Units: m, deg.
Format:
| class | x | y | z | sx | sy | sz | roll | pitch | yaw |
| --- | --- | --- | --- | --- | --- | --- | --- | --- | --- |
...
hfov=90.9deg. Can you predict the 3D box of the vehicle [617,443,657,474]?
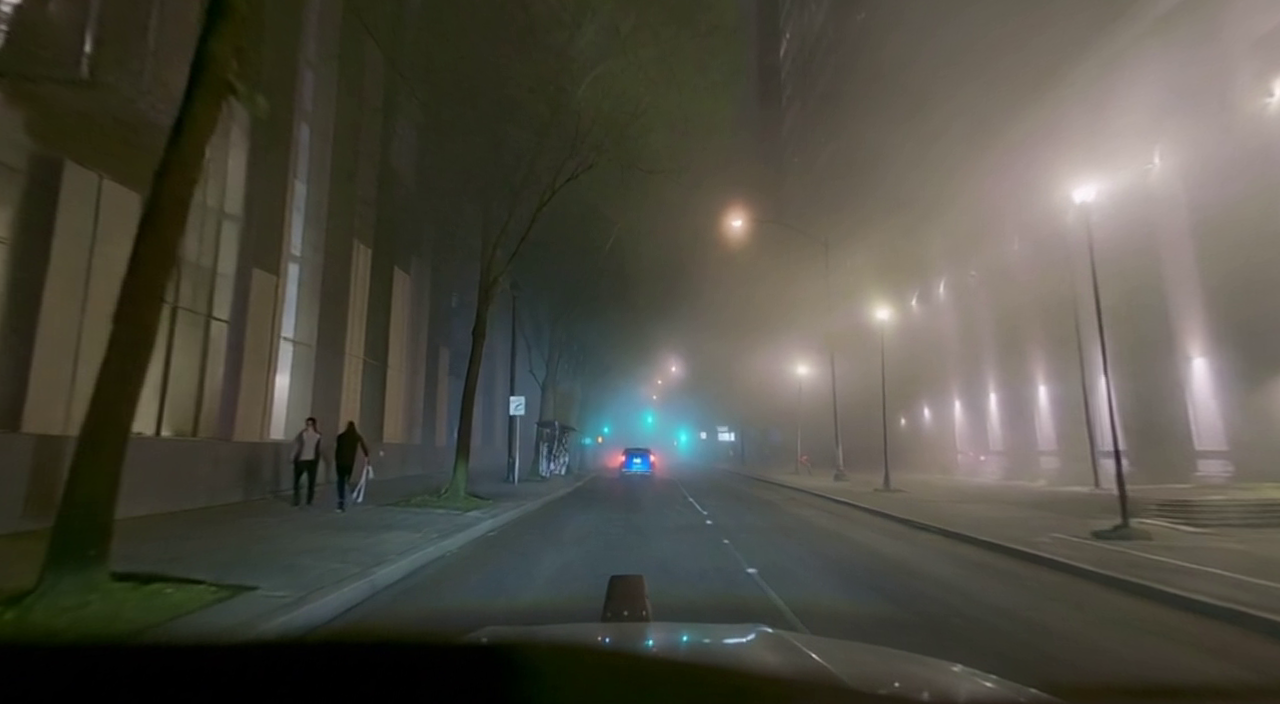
| class | x | y | z | sx | sy | sz | roll | pitch | yaw |
| --- | --- | --- | --- | --- | --- | --- | --- | --- | --- |
| vehicle | -0.157 | 5.884 | 35.060 | 2.079 | 1.621 | 3.861 | 0 | -9 | 0 |
